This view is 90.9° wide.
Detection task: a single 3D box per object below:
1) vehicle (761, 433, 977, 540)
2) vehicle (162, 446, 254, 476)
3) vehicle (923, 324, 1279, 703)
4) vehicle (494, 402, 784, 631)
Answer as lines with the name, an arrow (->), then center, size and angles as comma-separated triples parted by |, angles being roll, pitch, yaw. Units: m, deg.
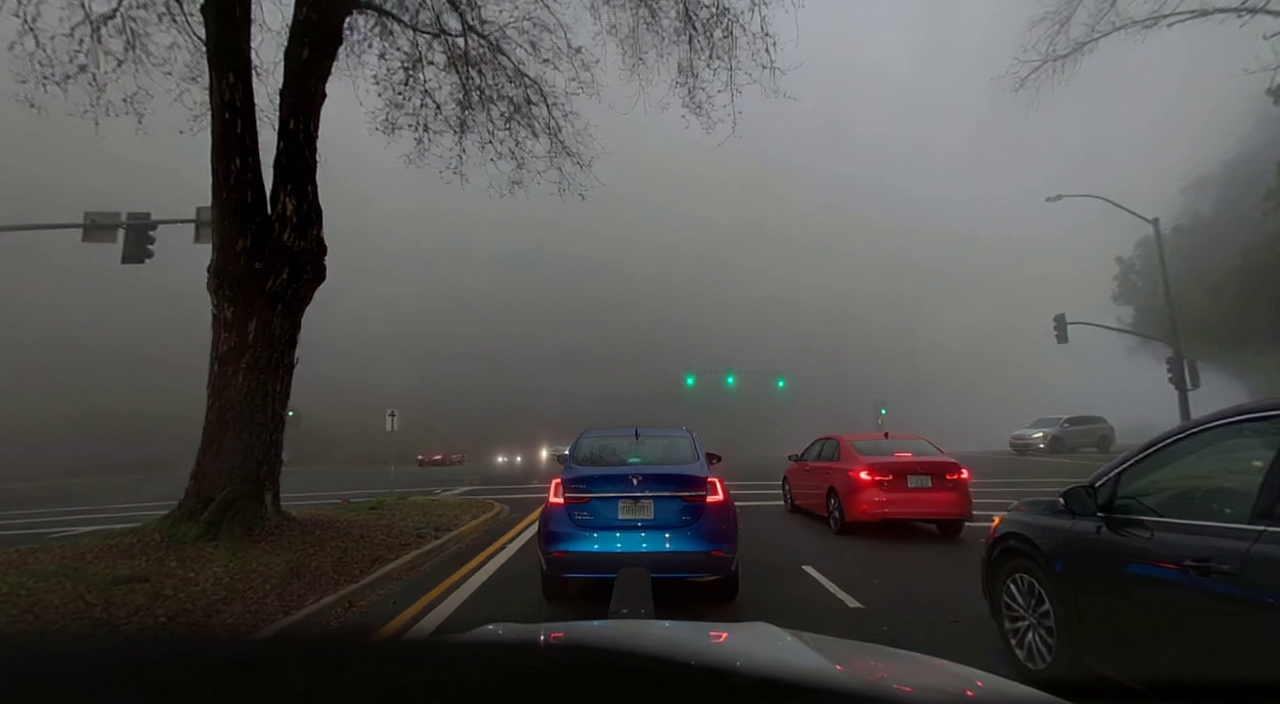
vehicle -> 3.692, 2.259, 11.299 | 2.054, 1.482, 4.654 | 0, -9, -1
vehicle -> -32.494, 8.189, 47.559 | 5.321, 2.089, 2.177 | 8, -12, -43
vehicle -> 3.727, 0.932, 3.441 | 2.162, 1.829, 4.519 | 0, -9, -1
vehicle -> -0.025, 1.475, 6.515 | 2.074, 1.631, 3.793 | 0, -9, -1
